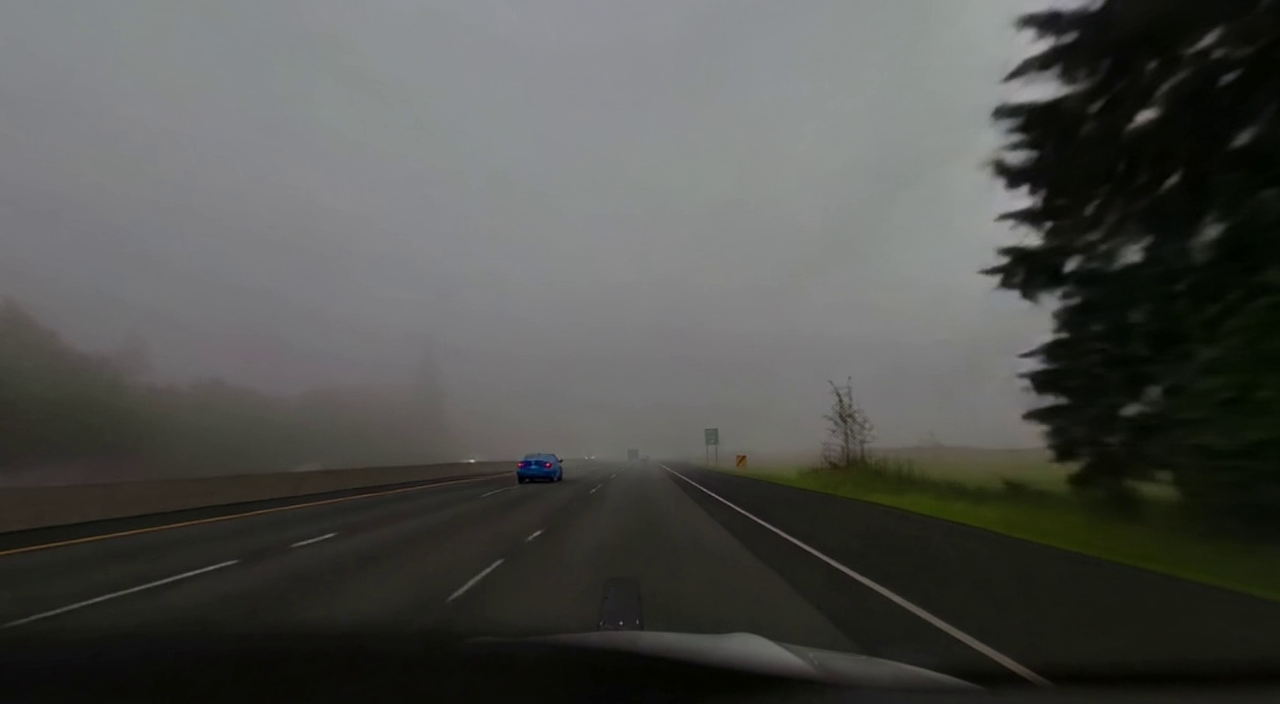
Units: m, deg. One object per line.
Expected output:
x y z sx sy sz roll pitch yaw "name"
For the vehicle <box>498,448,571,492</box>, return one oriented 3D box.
-4.037 4.573 24.799 2.121 1.537 3.852 -1 -9 1 "vehicle"
